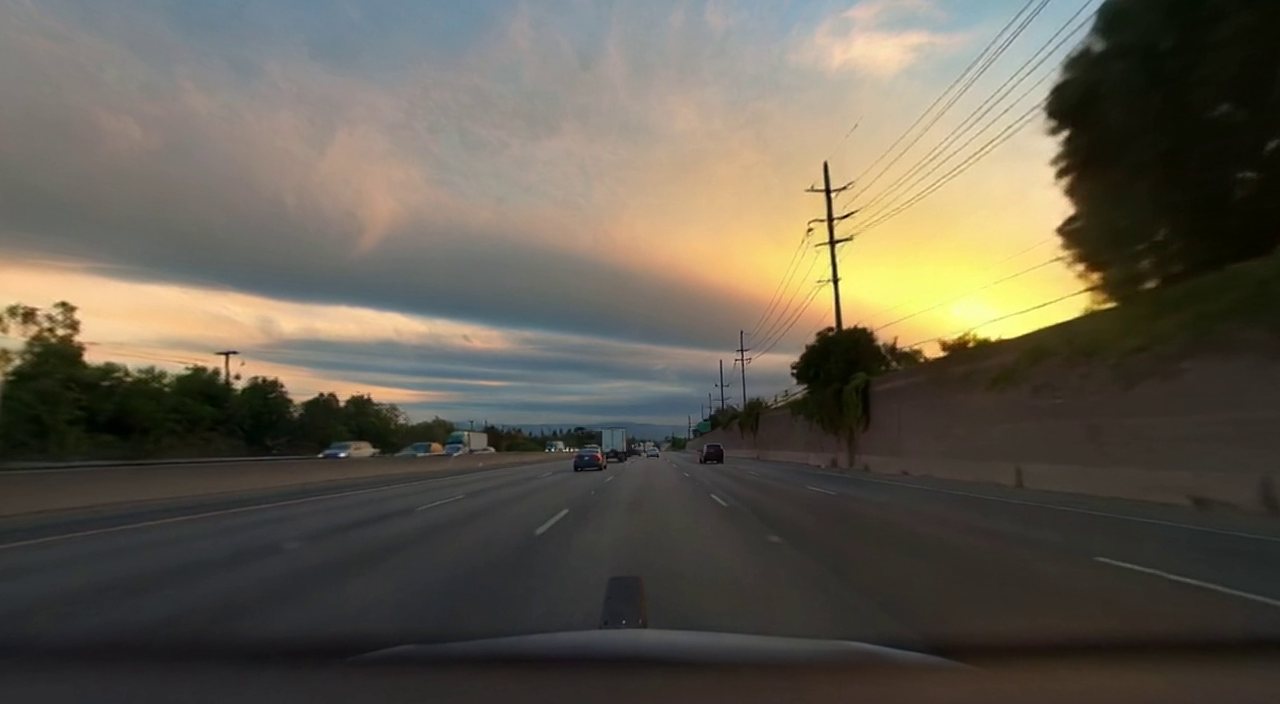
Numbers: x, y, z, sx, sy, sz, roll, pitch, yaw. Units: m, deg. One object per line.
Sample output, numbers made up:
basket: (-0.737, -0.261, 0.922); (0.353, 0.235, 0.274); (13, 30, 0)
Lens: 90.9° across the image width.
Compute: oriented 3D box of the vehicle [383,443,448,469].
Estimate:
vehicle: (-14.581, 6.784, 41.204); (2.427, 1.537, 4.519); (0, -9, 2)

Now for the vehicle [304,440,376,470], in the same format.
vehicle: (-18.648, 6.402, 39.422); (2.054, 1.736, 4.714); (0, -9, 2)

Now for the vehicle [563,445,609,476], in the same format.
vehicle: (-2.825, 5.742, 33.566); (2.004, 1.498, 4.043); (0, -9, 1)

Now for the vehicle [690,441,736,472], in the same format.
vehicle: (4.463, 6.454, 39.223); (2.214, 1.799, 4.627); (0, -9, 0)
